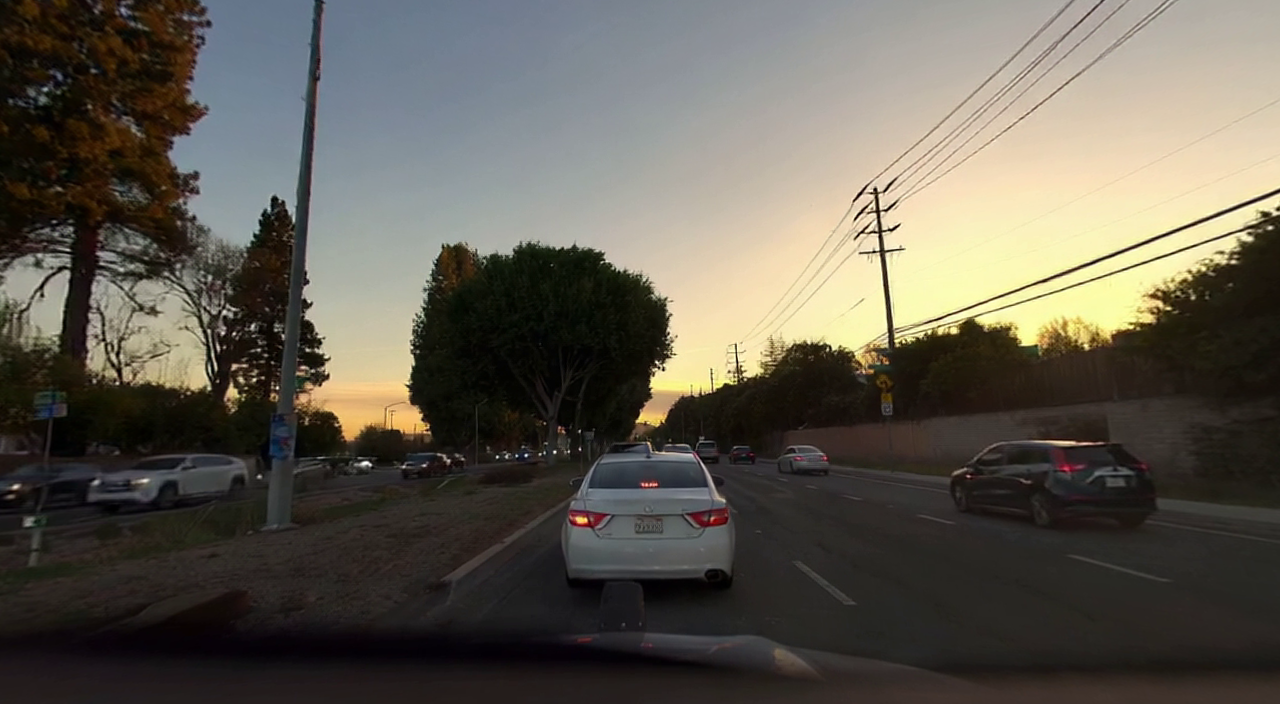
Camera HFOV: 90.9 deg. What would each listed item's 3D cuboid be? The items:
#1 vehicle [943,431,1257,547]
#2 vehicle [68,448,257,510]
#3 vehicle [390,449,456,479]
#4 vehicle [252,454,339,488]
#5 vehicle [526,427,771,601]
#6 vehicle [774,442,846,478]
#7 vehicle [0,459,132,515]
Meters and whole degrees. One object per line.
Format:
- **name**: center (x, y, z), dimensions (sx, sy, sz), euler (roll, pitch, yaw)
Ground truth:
- **vehicle**: center (7.046, 2.102, 10.448), dimensions (1.850, 1.480, 4.474), euler (0, -8, 0)
- **vehicle**: center (-14.992, 3.978, 20.302), dimensions (2.291, 1.682, 4.835), euler (0, -8, 0)
- **vehicle**: center (-11.835, 6.125, 34.716), dimensions (1.988, 1.486, 4.586), euler (0, -8, 1)
- **vehicle**: center (-16.694, 5.754, 30.854), dimensions (1.856, 1.452, 4.530), euler (0, -8, -3)
- **vehicle**: center (0.069, 1.694, 7.476), dimensions (2.108, 1.479, 3.935), euler (0, -8, 0)
- **vehicle**: center (7.496, 4.791, 28.280), dimensions (1.899, 1.458, 4.499), euler (0, -8, 0)
- **vehicle**: center (-19.334, 4.307, 20.518), dimensions (1.853, 1.489, 4.449), euler (0, -8, 0)
